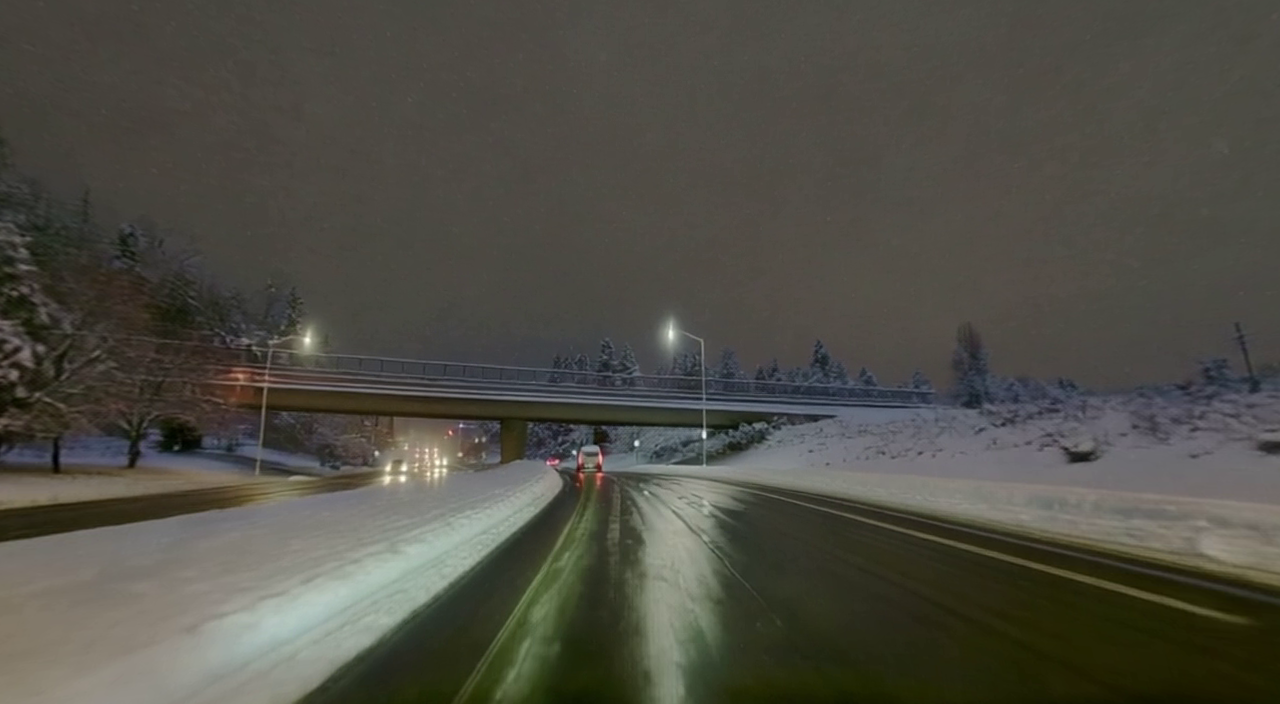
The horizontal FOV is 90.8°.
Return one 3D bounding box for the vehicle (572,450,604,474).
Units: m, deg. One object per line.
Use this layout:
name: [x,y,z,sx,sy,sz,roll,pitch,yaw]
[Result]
vehicle: [-4.030,8.394,48.402,2.184,1.713,4.231,1,-9,-9]
